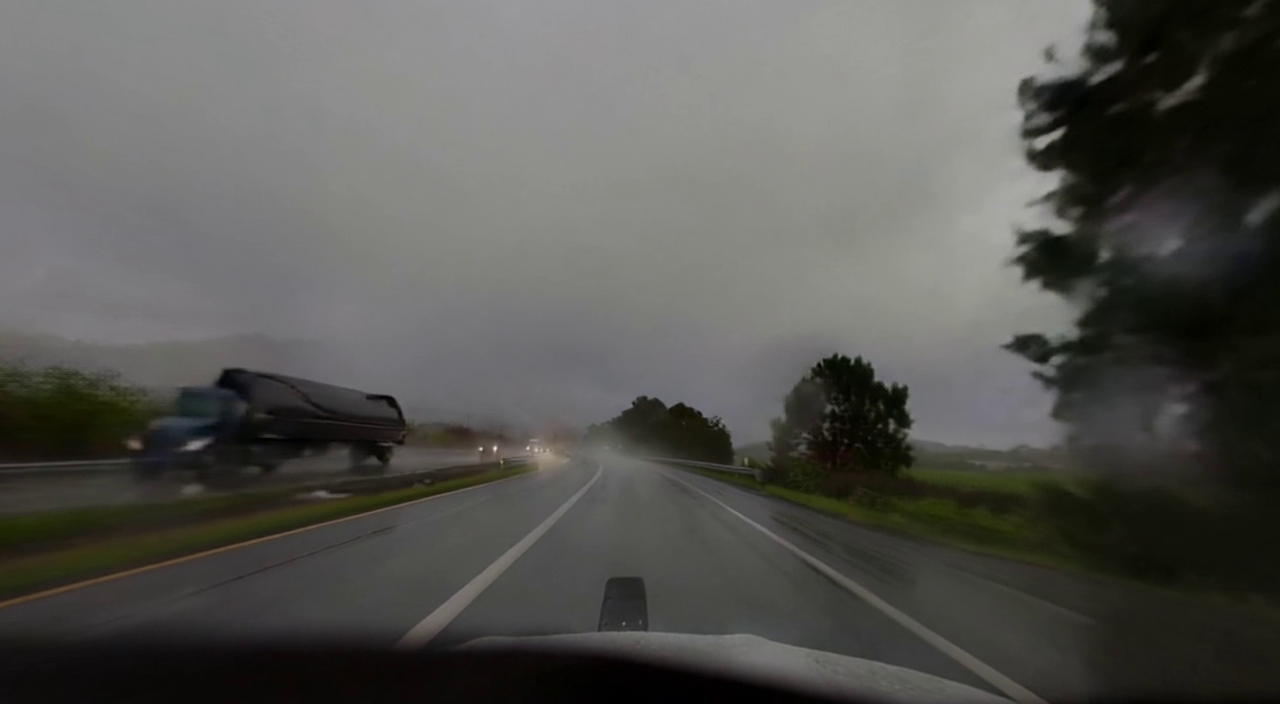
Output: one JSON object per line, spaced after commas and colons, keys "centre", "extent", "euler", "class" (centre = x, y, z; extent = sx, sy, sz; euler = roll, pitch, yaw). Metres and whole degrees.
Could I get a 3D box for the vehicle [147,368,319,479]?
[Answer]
{"centre": [-16.136, 3.016, 25.648], "extent": [3.031, 3.950, 5.826], "euler": [0, -9, -2], "class": "vehicle"}
